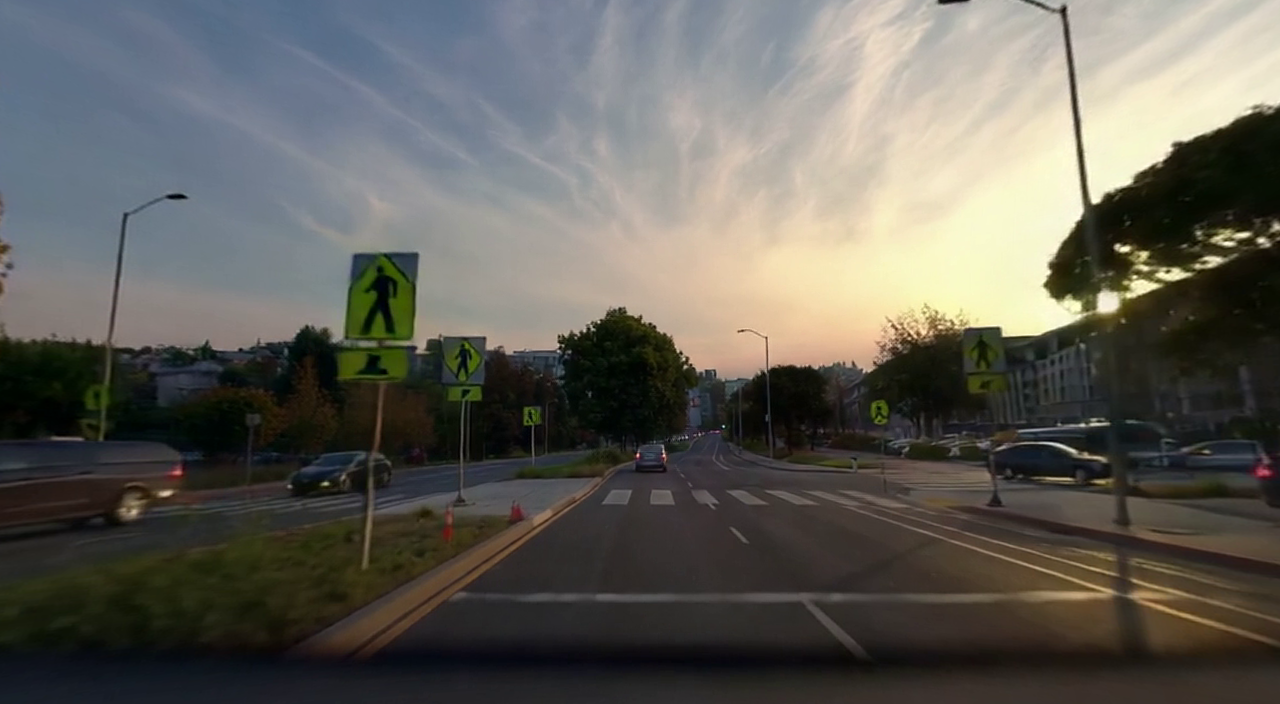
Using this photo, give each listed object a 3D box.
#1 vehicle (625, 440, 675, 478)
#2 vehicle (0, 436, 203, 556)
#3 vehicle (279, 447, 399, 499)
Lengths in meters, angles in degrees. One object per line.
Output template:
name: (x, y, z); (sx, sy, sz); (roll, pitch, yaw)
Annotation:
vehicle: (0.493, 4.955, 29.484); (2.158, 1.600, 3.865); (-1, -8, 2)
vehicle: (-10.565, 2.377, 10.899); (2.162, 1.767, 5.368); (-1, -8, 1)
vehicle: (-10.371, 4.180, 22.196); (2.197, 1.606, 4.034); (0, -8, 0)
